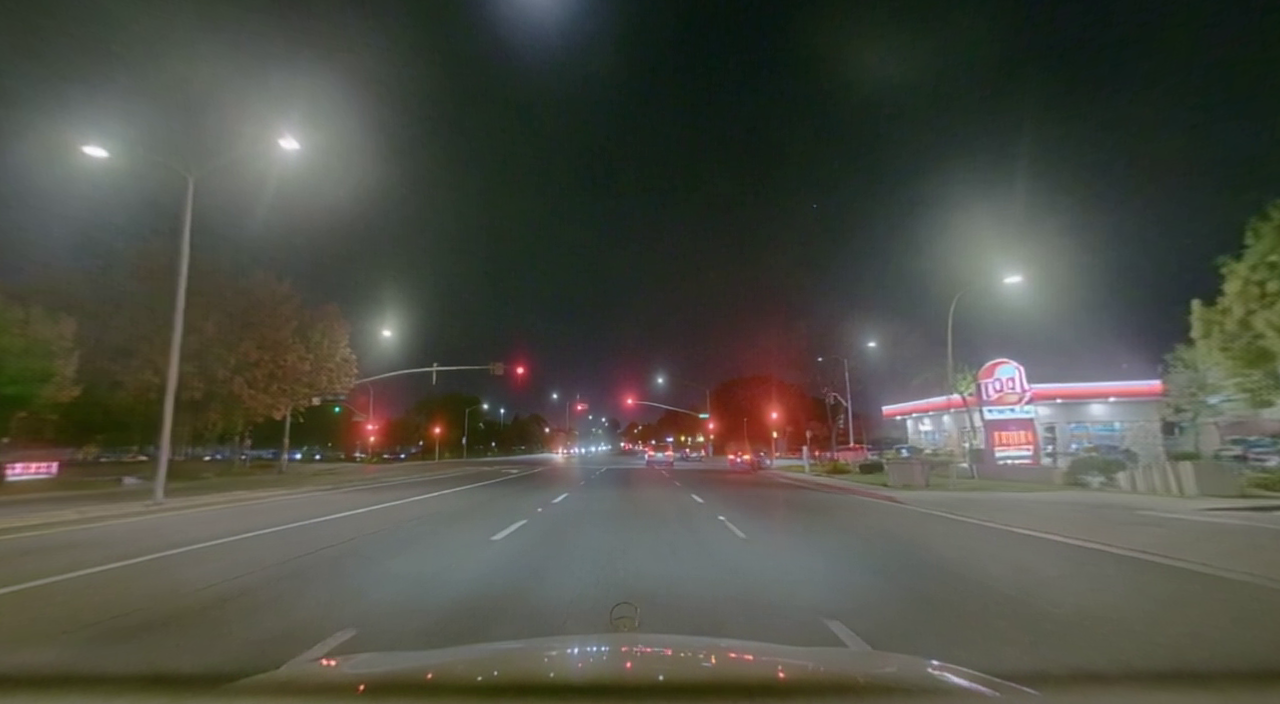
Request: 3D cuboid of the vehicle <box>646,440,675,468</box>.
[{"bbox_3d":[1.525,7.623,47.321,2.096,1.961,4.259,0,-9,2],"label":"vehicle"}]
